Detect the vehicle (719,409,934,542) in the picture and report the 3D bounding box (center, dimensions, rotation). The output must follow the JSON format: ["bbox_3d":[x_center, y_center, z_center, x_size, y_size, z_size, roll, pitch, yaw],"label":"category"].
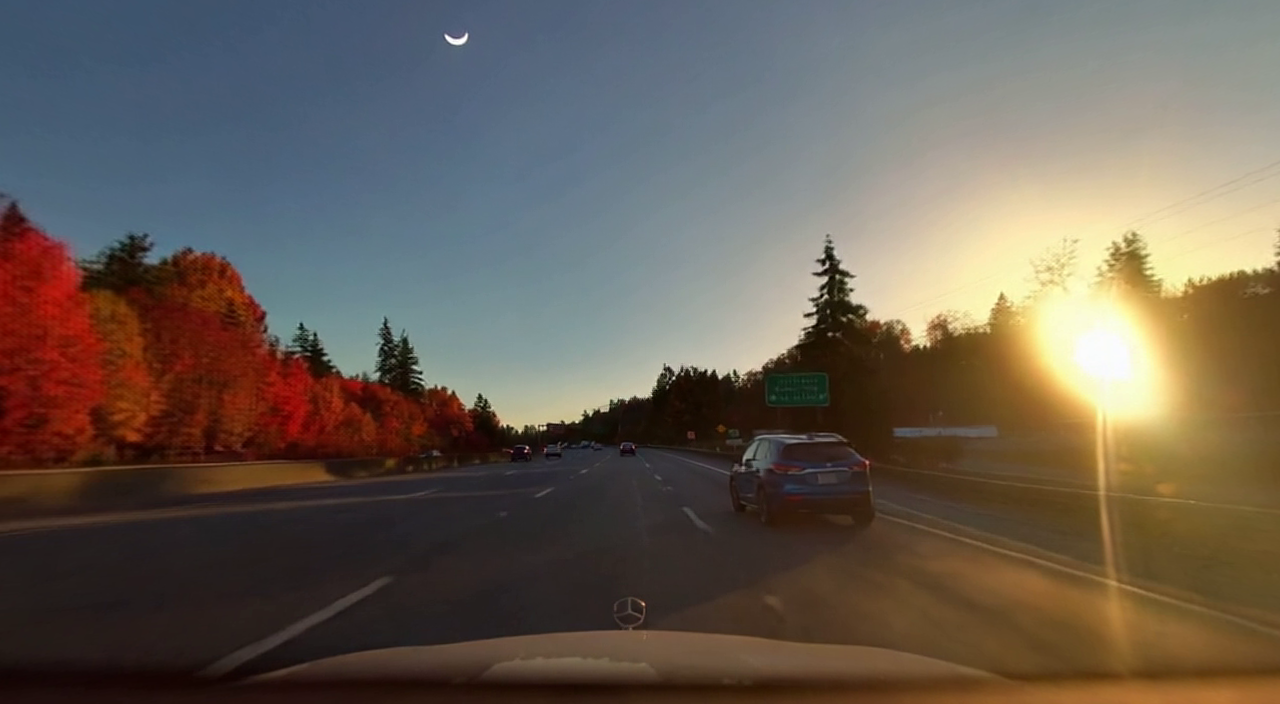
[{"bbox_3d":[2.670,1.905,10.290,2.120,1.706,4.226,0,-8,-1],"label":"vehicle"}]
